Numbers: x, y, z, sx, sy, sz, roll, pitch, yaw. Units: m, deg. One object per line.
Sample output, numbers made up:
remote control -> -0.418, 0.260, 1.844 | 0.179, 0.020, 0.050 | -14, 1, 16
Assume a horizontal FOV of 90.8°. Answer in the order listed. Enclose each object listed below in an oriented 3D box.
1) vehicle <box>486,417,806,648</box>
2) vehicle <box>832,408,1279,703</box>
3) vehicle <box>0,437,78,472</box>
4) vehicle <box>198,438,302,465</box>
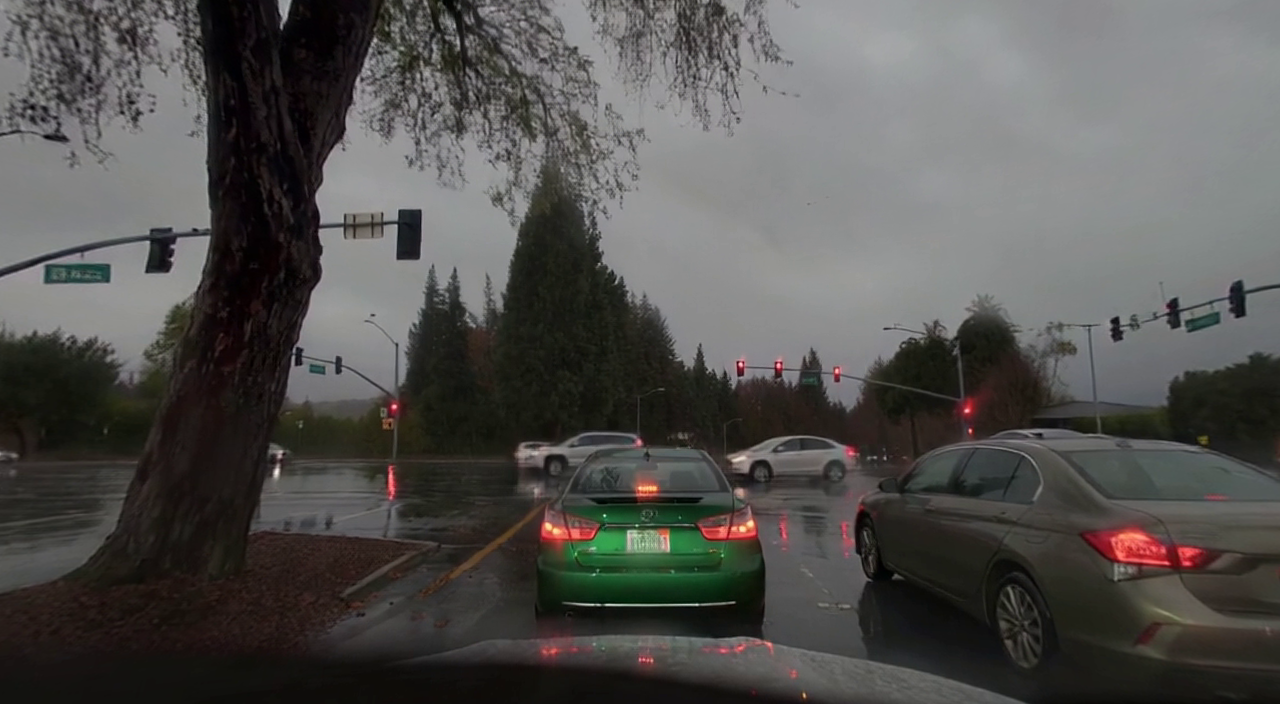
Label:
vehicle -> 0.033, 1.466, 6.179 | 2.026, 1.458, 4.175 | 0, -9, 0
vehicle -> 3.102, 1.306, 4.884 | 1.861, 1.479, 4.371 | 0, -9, 0
vehicle -> -30.472, 4.981, 30.832 | 4.517, 1.637, 1.935 | -1, -9, 8
vehicle -> -22.722, 5.809, 36.932 | 4.828, 1.467, 1.963 | -1, -9, 4
